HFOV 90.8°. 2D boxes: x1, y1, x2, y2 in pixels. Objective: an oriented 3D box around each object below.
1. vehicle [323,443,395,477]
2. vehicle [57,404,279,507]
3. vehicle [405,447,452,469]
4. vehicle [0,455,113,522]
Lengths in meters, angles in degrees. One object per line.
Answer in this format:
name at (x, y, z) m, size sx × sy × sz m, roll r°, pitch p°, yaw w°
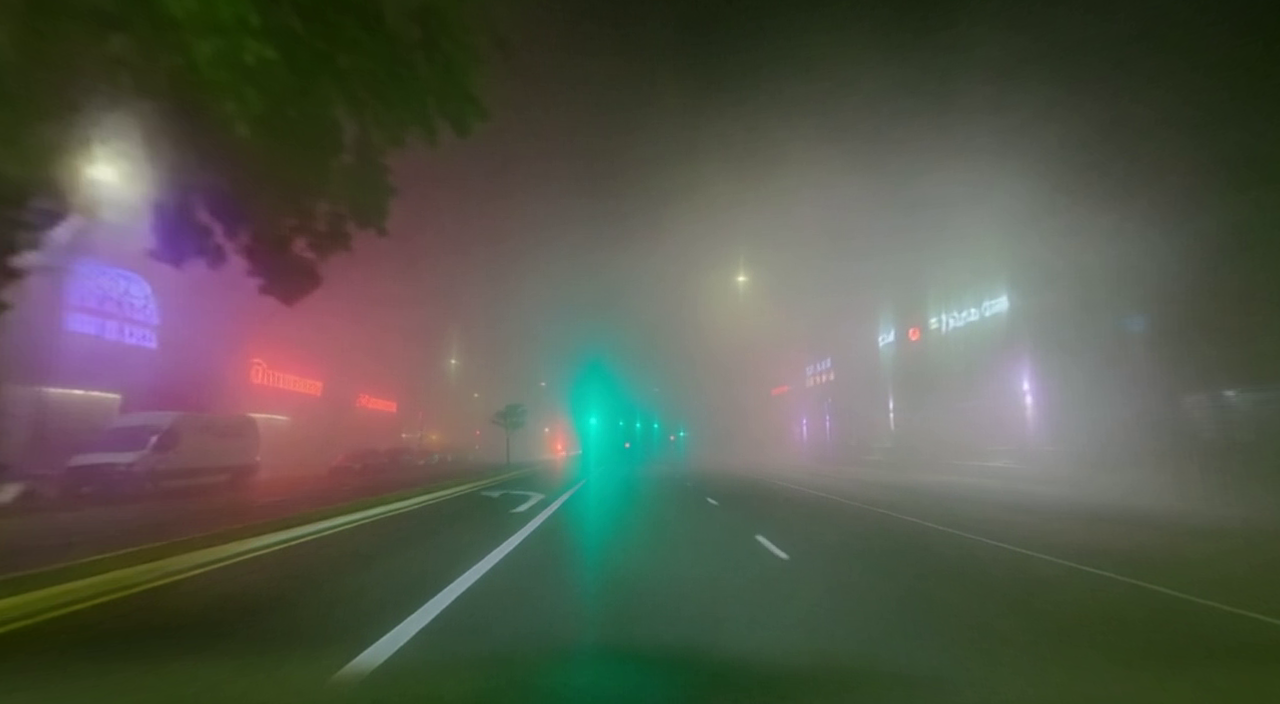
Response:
vehicle at (-15.601, 6.006, 35.374) m, size 1.950 × 1.749 × 5.006 m, roll 0°, pitch -8°, yaw -3°
vehicle at (-15.426, 3.468, 21.487) m, size 2.335 × 2.896 × 6.785 m, roll -1°, pitch -9°, yaw -1°
vehicle at (-15.519, 7.775, 46.559) m, size 1.776 × 1.468 × 5.089 m, roll 0°, pitch -8°, yaw -1°
vehicle at (-15.510, 3.198, 14.886) m, size 1.929 × 1.471 × 4.919 m, roll 0°, pitch -8°, yaw 0°
